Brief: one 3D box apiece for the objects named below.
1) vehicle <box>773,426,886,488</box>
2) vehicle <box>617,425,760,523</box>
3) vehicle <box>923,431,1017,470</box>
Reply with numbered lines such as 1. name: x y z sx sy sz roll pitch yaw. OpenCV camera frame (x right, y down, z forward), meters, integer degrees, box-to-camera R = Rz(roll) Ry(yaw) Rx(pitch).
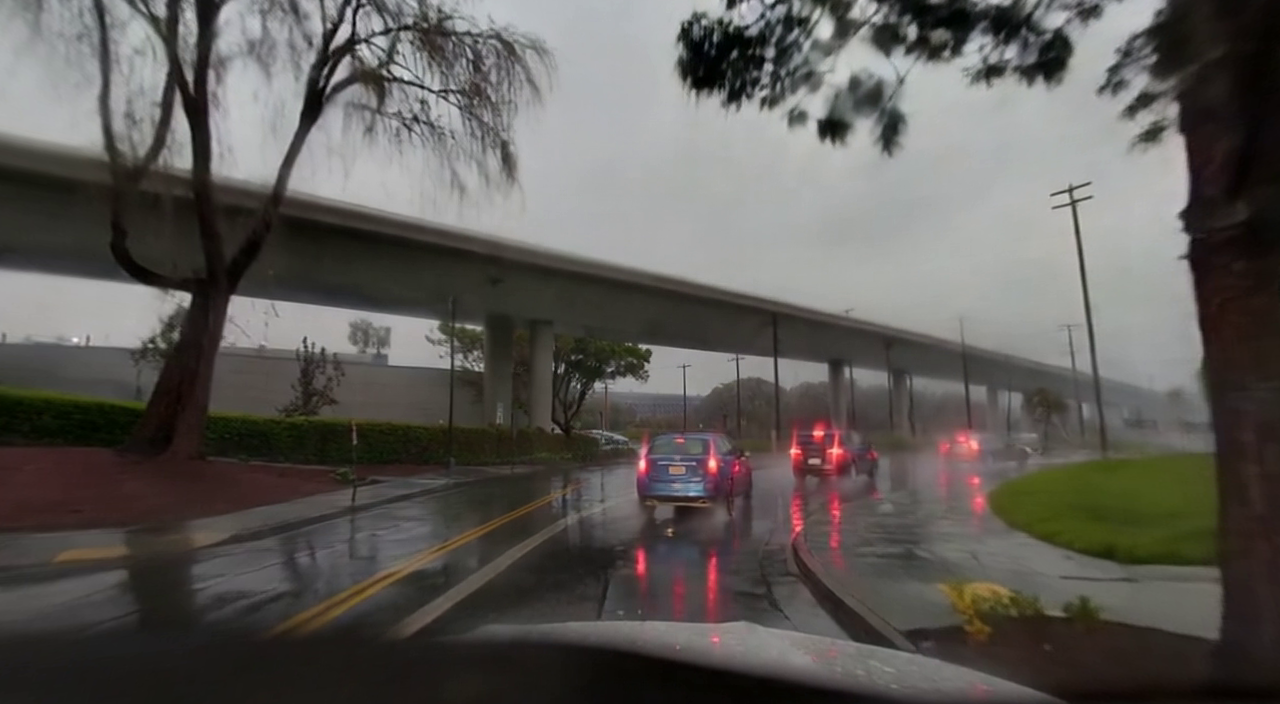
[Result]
1. vehicle: 6.710 3.580 22.028 2.241 1.885 4.771 -5 -10 36
2. vehicle: 1.204 2.376 12.878 2.087 1.578 4.652 -2 -9 14
3. vehicle: 16.124 4.779 30.840 4.310 1.762 1.995 5 -10 -30
